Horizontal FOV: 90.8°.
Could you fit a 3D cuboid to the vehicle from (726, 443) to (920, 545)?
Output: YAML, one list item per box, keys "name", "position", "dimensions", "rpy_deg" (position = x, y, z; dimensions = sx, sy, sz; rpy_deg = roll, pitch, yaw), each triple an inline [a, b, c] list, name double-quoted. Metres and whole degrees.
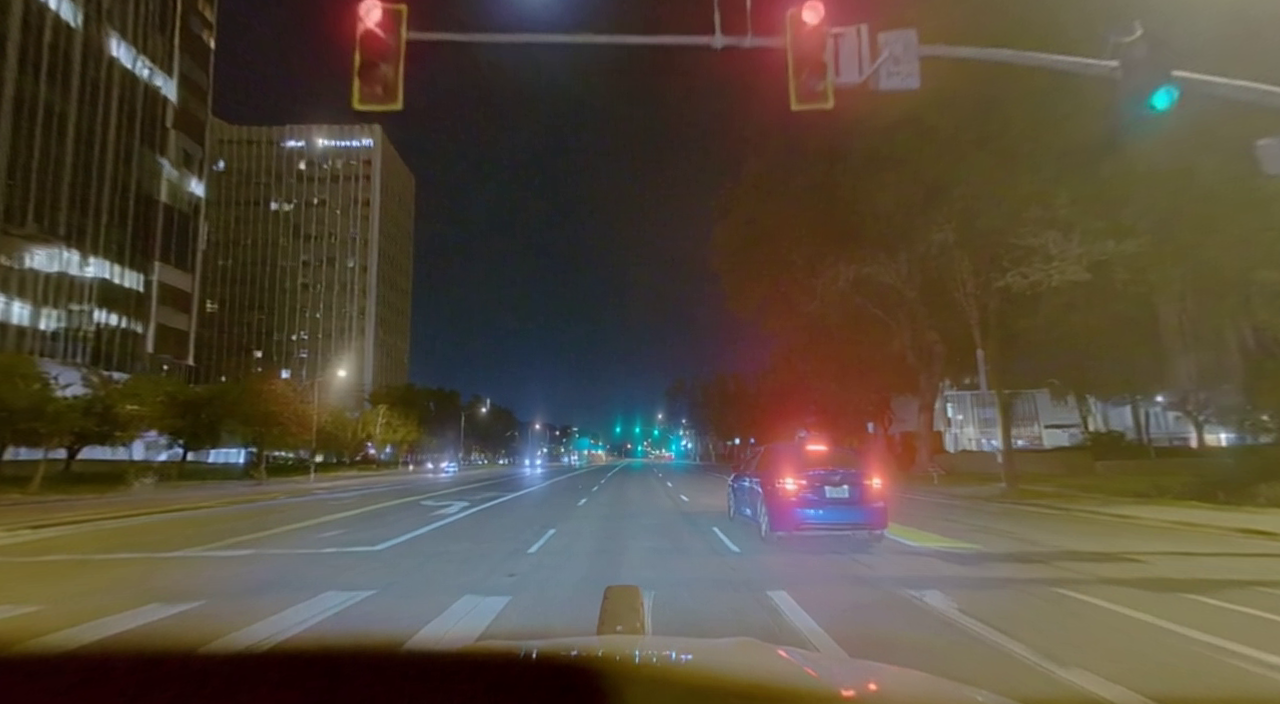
- name: "vehicle"
  position: [2.980, 2.412, 11.519]
  dimensions: [2.015, 1.455, 4.615]
  rpy_deg: [0, -9, -2]
